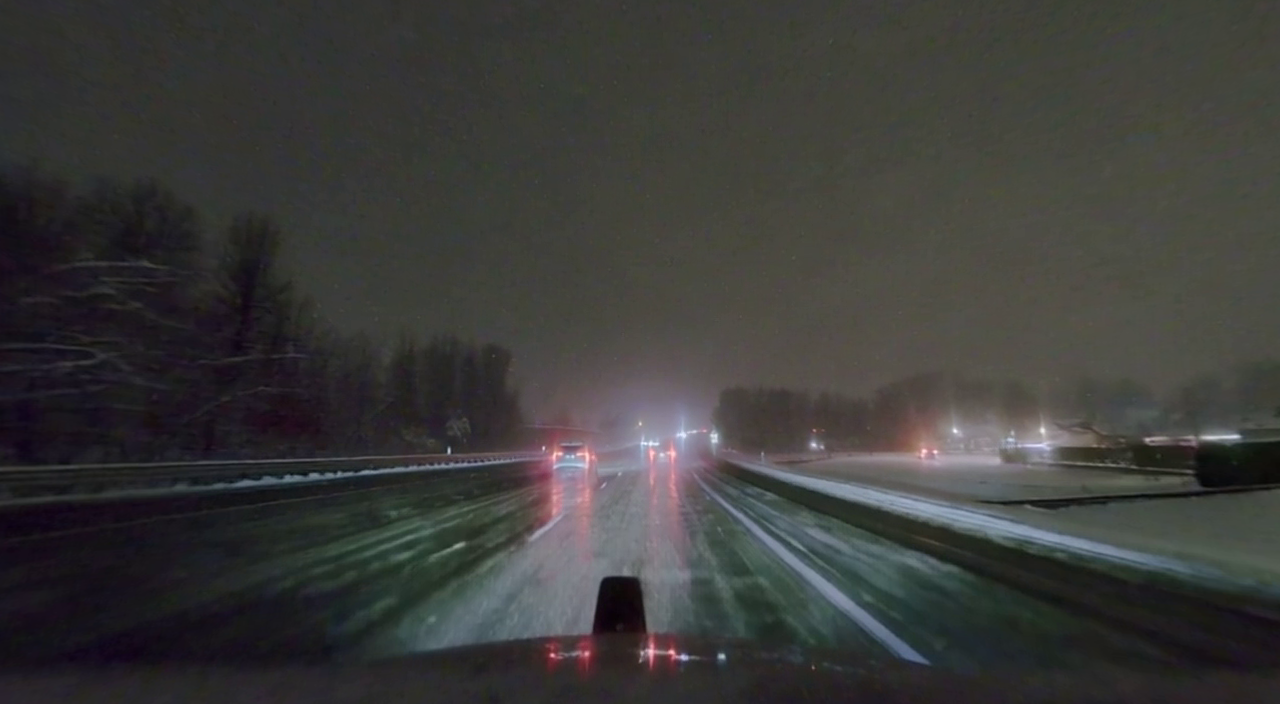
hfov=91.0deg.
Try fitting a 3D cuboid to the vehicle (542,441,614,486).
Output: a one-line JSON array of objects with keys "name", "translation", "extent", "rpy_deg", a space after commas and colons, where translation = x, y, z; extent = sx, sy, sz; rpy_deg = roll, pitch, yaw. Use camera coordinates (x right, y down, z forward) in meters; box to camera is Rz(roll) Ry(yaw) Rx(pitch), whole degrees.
[{"name": "vehicle", "translation": [-2.295, 4.278, 24.544], "extent": [2.129, 1.563, 4.387], "rpy_deg": [-1, -9, 3]}]

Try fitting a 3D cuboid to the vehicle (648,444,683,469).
[{"name": "vehicle", "translation": [1.658, 6.811, 41.265], "extent": [2.129, 1.502, 4.321], "rpy_deg": [-1, -9, 2]}]
